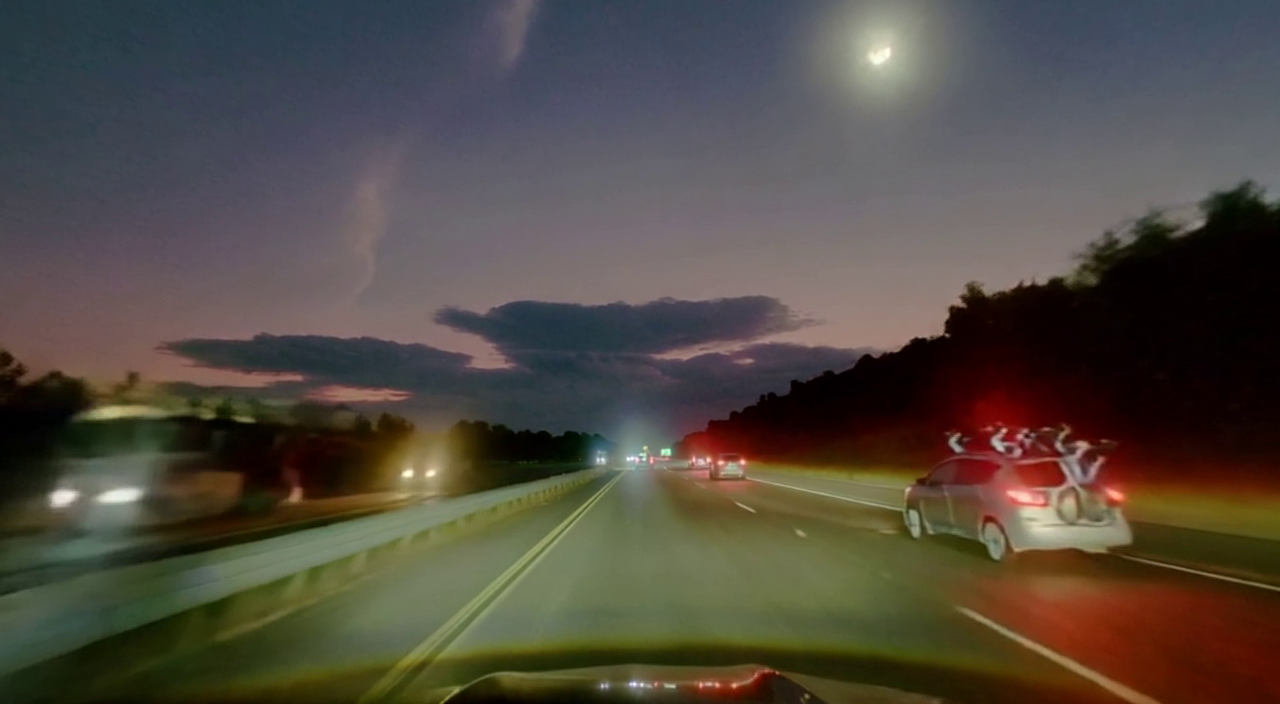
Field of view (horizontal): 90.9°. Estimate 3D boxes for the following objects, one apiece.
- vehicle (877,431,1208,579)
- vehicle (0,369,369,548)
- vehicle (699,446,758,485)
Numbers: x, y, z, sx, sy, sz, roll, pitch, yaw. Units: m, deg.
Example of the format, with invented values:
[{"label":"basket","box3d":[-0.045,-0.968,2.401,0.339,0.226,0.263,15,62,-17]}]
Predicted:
[{"label":"vehicle","box3d":[4.913,1.884,8.489,1.964,1.513,3.707,0,-9,0]},{"label":"vehicle","box3d":[-12.487,3.109,19.142,3.046,3.630,12.421,0,-9,0]},{"label":"vehicle","box3d":[4.113,5.362,30.047,2.122,1.662,4.392,0,-9,0]}]
